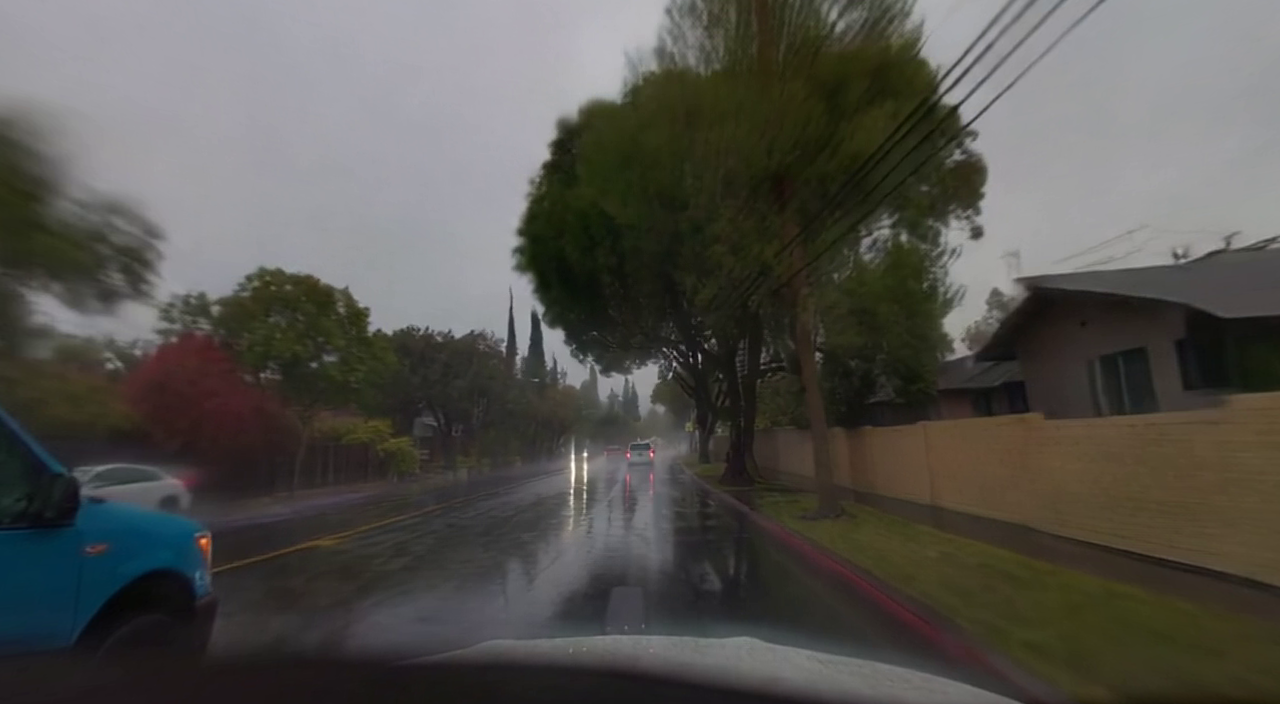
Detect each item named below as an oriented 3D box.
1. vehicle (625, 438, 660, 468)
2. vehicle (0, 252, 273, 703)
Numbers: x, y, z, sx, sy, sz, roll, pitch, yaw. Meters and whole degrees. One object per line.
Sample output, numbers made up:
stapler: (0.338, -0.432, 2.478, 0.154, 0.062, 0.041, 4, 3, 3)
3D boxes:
vehicle: (0.180, 6.309, 39.522, 2.120, 1.718, 3.909, 0, -9, 1)
vehicle: (-3.642, 0.516, 1.164, 2.336, 2.152, 5.866, 0, -9, 0)
